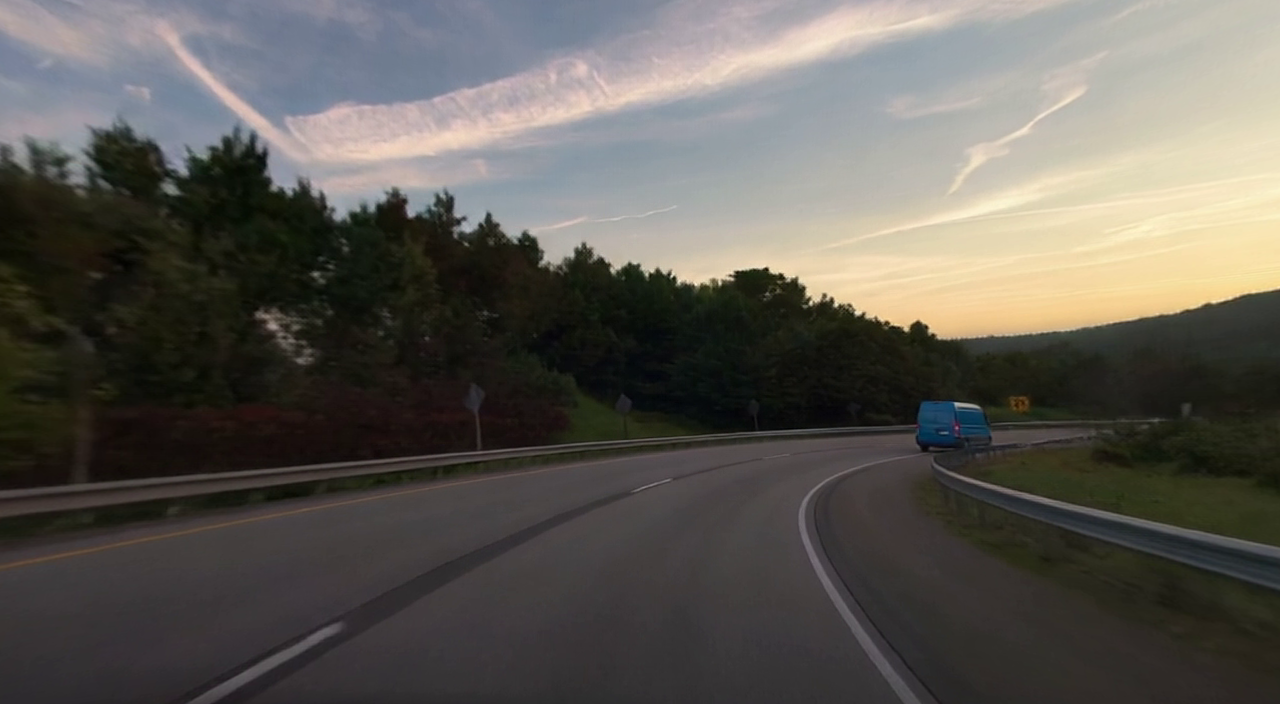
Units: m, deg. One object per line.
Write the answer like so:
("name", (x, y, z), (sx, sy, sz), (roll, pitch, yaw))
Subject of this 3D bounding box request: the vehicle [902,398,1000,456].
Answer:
("vehicle", (15.389, 3.718, 31.036), (5.330, 2.577, 2.352), (7, -10, -41))

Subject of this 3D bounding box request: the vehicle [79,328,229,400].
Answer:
("vehicle", (-29.198, 0.961, 38.563), (2.864, 3.410, 8.882), (0, -8, -6))

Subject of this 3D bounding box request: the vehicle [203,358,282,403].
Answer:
("vehicle", (-29.507, 2.201, 47.042), (2.613, 2.825, 6.081), (0, -8, -9))
